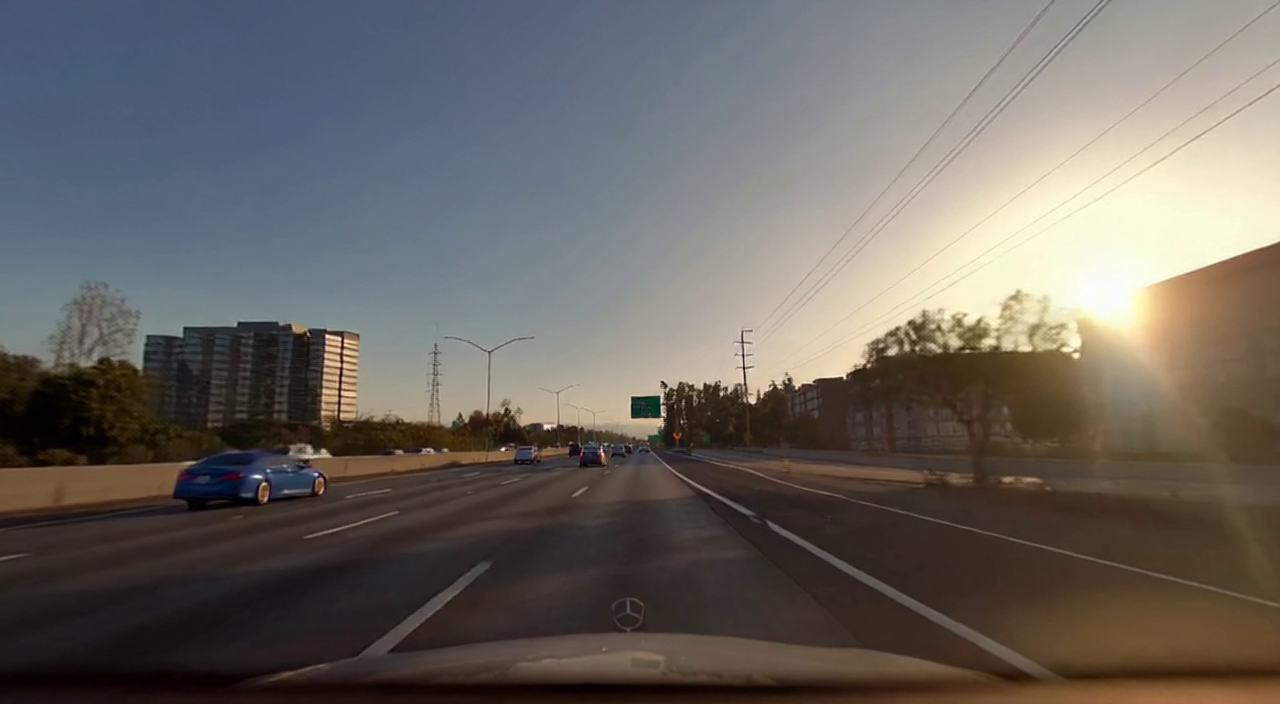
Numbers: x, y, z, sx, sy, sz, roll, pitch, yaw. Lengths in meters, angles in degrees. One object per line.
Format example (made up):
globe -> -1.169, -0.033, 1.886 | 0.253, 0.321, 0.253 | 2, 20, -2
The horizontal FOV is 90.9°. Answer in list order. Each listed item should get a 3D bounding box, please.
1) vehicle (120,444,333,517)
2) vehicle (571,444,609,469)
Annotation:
vehicle -> -9.967, 3.077, 15.819 | 2.002, 1.526, 4.822 | 0, -8, 1
vehicle -> -3.174, 6.753, 41.039 | 2.050, 1.479, 4.342 | 0, -8, 1
